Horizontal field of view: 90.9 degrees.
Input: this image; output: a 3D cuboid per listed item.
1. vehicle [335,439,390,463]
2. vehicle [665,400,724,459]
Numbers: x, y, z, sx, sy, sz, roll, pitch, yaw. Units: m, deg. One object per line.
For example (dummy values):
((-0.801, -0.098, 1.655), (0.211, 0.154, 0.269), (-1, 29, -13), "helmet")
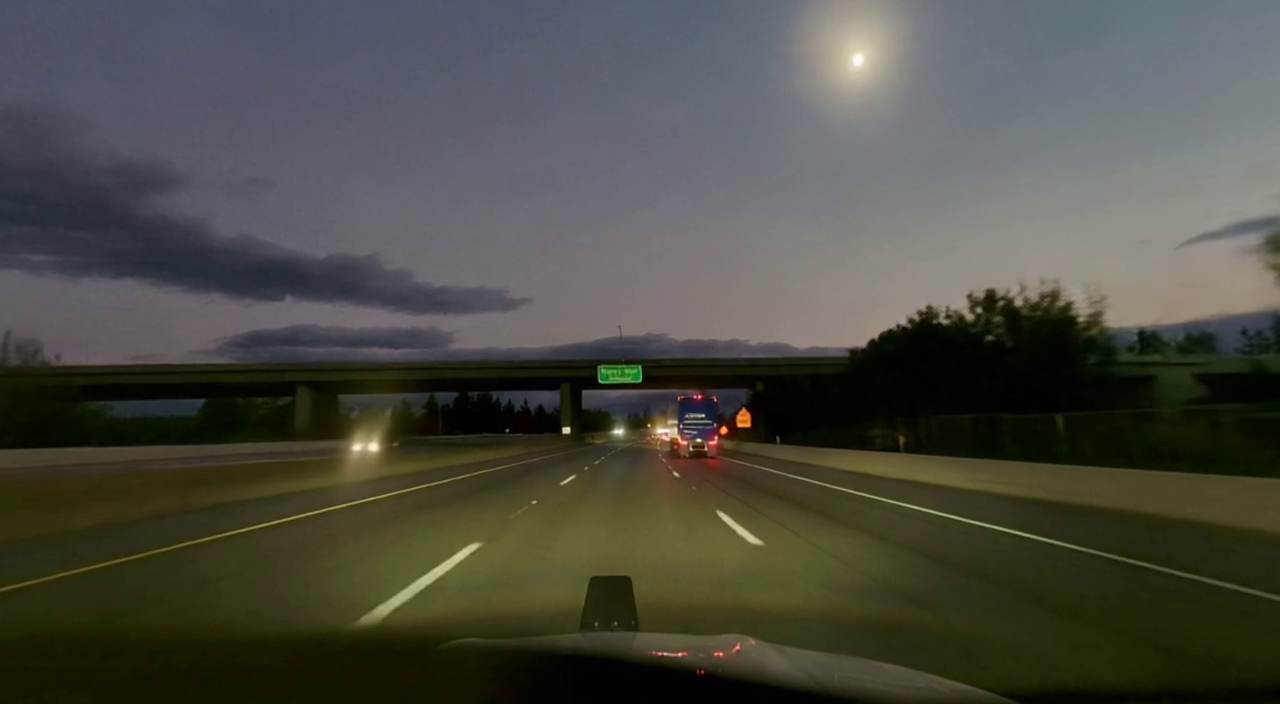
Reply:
((-17.911, 6.369, 40.854), (1.754, 1.453, 3.731), (0, -8, 1), "vehicle")
((3.525, 5.454, 43.845), (2.981, 3.512, 11.154), (0, -8, -1), "vehicle")
